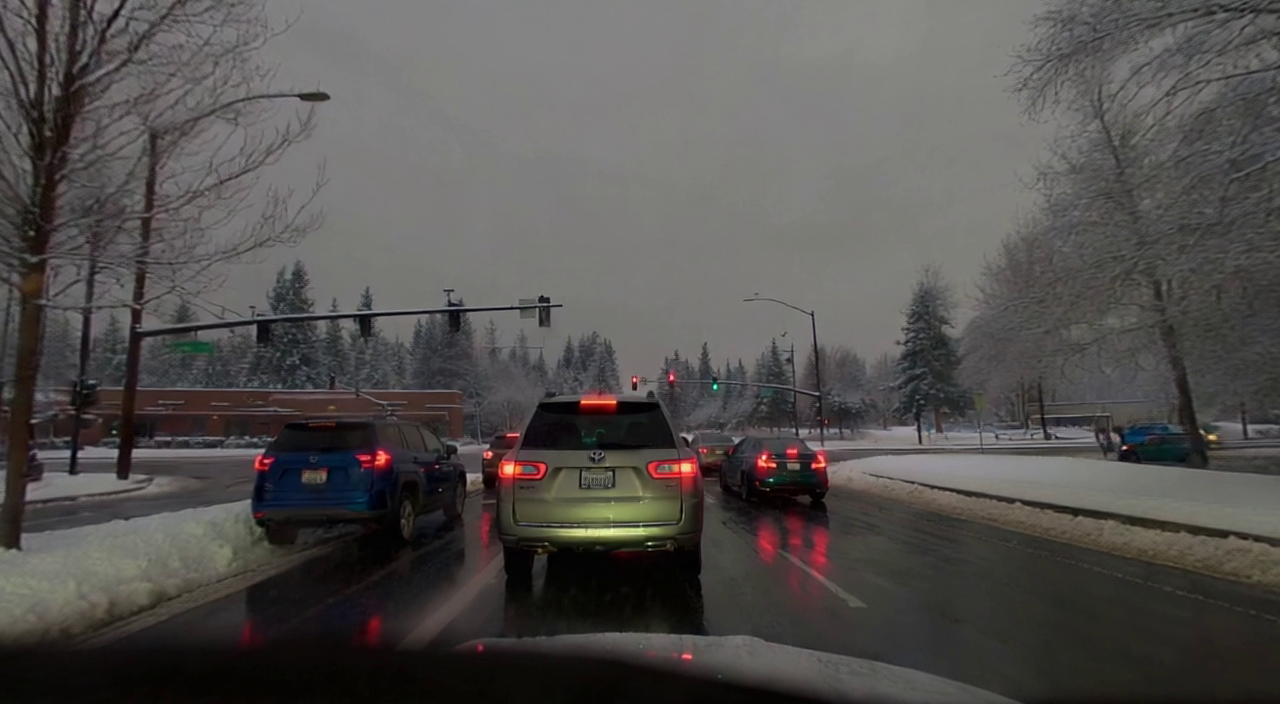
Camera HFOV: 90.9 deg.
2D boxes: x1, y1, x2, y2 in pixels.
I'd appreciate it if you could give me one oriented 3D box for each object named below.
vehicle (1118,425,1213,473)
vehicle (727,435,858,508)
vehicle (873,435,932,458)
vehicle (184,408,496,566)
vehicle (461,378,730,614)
[{"bbox_3d":[19.257,3.524,23.027,4.215,1.578,1.892,8,-11,-41],"label":"vehicle"},{"bbox_3d":[3.429,2.774,15.130,2.121,1.494,4.208,0,-8,0],"label":"vehicle"},{"bbox_3d":[19.988,7.198,47.924,4.361,1.653,2.034,6,-10,-35],"label":"vehicle"},{"bbox_3d":[-3.724,1.775,9.052,2.160,1.666,4.583,0,-8,1],"label":"vehicle"},{"bbox_3d":[-0.340,1.429,7.108,2.064,1.817,4.298,0,-8,0],"label":"vehicle"}]
